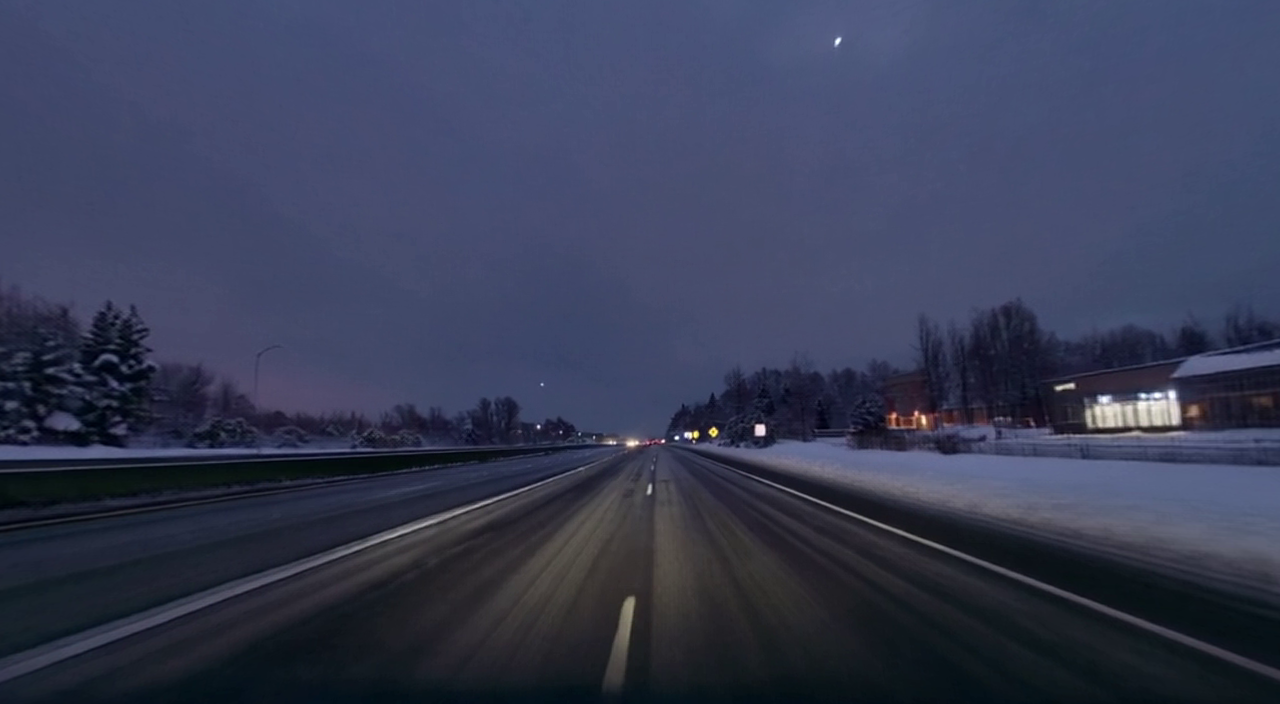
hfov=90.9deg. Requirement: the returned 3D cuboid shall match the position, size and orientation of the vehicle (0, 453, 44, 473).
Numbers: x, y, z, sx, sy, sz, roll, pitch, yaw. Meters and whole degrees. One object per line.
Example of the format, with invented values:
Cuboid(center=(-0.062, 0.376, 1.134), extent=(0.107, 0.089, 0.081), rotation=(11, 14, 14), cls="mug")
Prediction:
Cuboid(center=(-49.705, 8.711, 49.596), extent=(2.075, 1.433, 3.697), rotation=(0, -8, -3), cls="vehicle")
